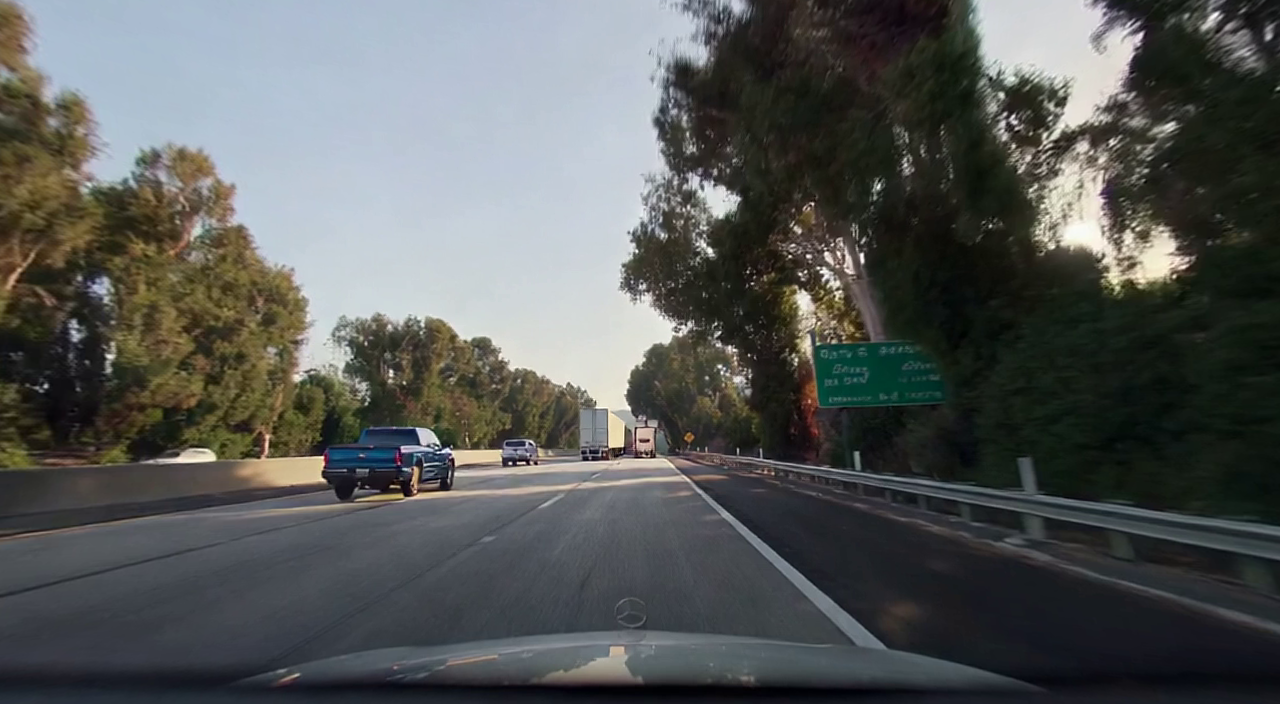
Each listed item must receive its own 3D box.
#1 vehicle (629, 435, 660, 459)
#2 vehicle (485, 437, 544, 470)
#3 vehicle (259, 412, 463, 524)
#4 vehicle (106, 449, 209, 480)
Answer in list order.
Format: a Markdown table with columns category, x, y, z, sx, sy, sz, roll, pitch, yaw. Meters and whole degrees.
| category | x | y | z | sx | sy | sz | roll | pitch | yaw |
| --- | --- | --- | --- | --- | --- | --- | --- | --- | --- |
| vehicle | 0.303 | 6.801 | 45.309 | 2.072 | 1.630 | 4.529 | 0 | -8 | 0 |
| vehicle | -7.246 | 5.956 | 37.144 | 2.258 | 1.785 | 5.318 | 0 | -8 | 1 |
| vehicle | -5.405 | 2.315 | 13.098 | 2.149 | 1.884 | 4.627 | 0 | -8 | -1 |
| vehicle | -29.658 | 6.891 | 39.046 | 2.067 | 1.748 | 5.399 | 0 | -8 | 1 |
